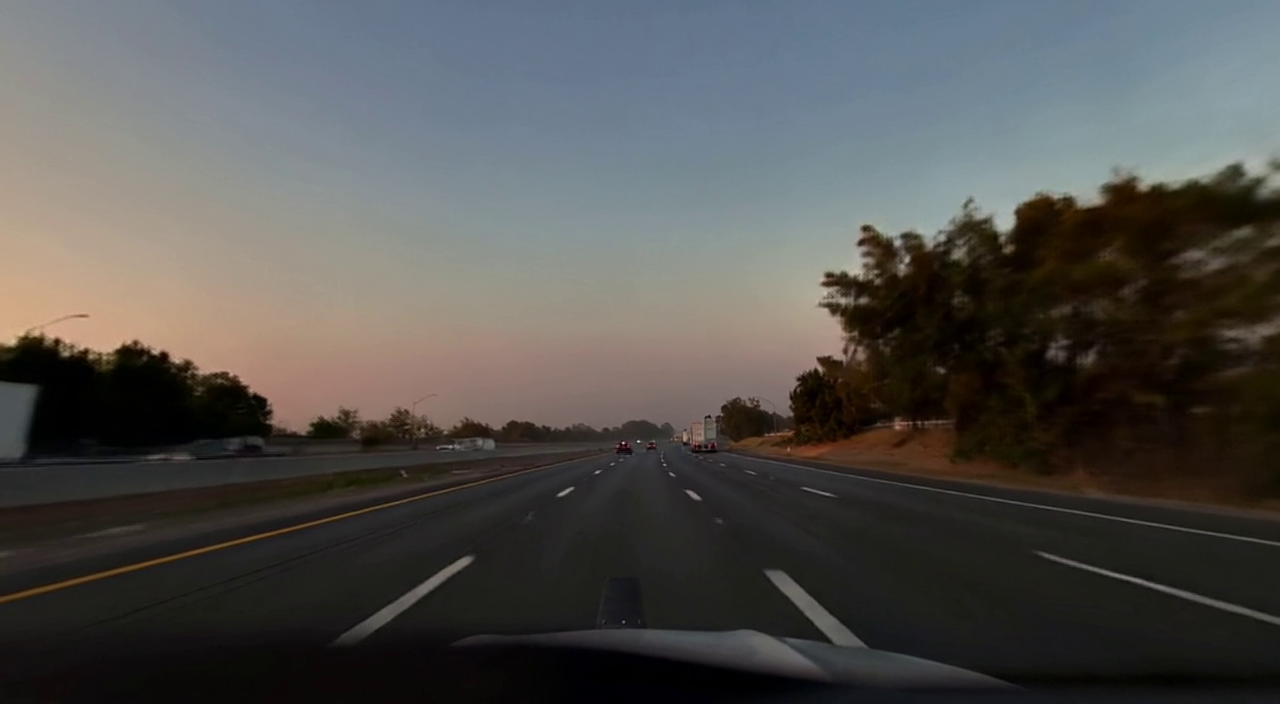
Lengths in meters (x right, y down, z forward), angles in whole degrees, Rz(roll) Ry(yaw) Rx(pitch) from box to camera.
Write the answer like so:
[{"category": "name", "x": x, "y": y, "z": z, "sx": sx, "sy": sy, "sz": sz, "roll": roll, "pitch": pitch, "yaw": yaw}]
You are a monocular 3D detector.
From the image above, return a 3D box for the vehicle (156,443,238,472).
[{"category": "vehicle", "x": -27.805, "y": 6.621, "z": 39.753, "sx": 1.887, "sy": 1.670, "sz": 4.386, "roll": -1, "pitch": -8, "yaw": 1}]
